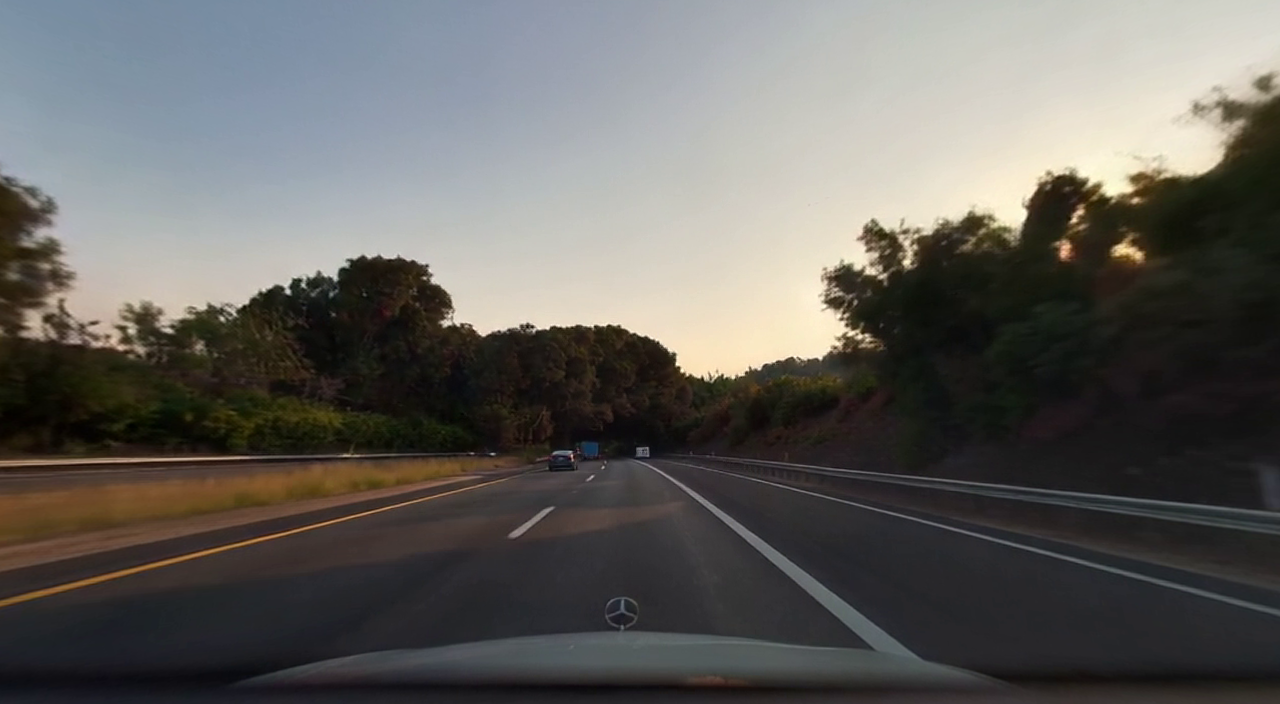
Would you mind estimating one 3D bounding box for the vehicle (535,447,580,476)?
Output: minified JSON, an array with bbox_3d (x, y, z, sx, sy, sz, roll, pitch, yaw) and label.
[{"bbox_3d":[-4.675,6.205,36.159,2.049,1.521,4.366,0,-9,-1],"label":"vehicle"}]
